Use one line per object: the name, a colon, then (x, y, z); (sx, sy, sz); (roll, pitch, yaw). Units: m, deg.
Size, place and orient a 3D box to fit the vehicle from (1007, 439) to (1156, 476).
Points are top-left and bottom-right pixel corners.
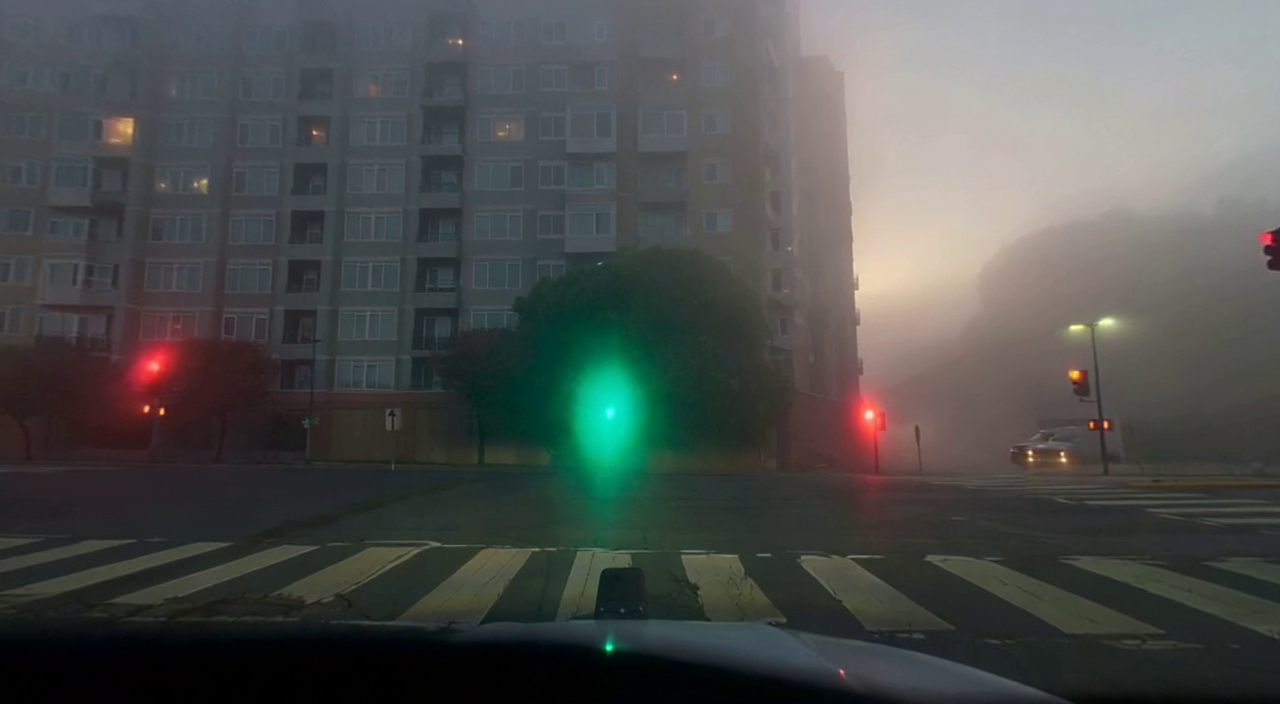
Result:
vehicle: (18.572, 4.460, 26.695); (4.823, 1.458, 1.914); (0, -9, -1)
